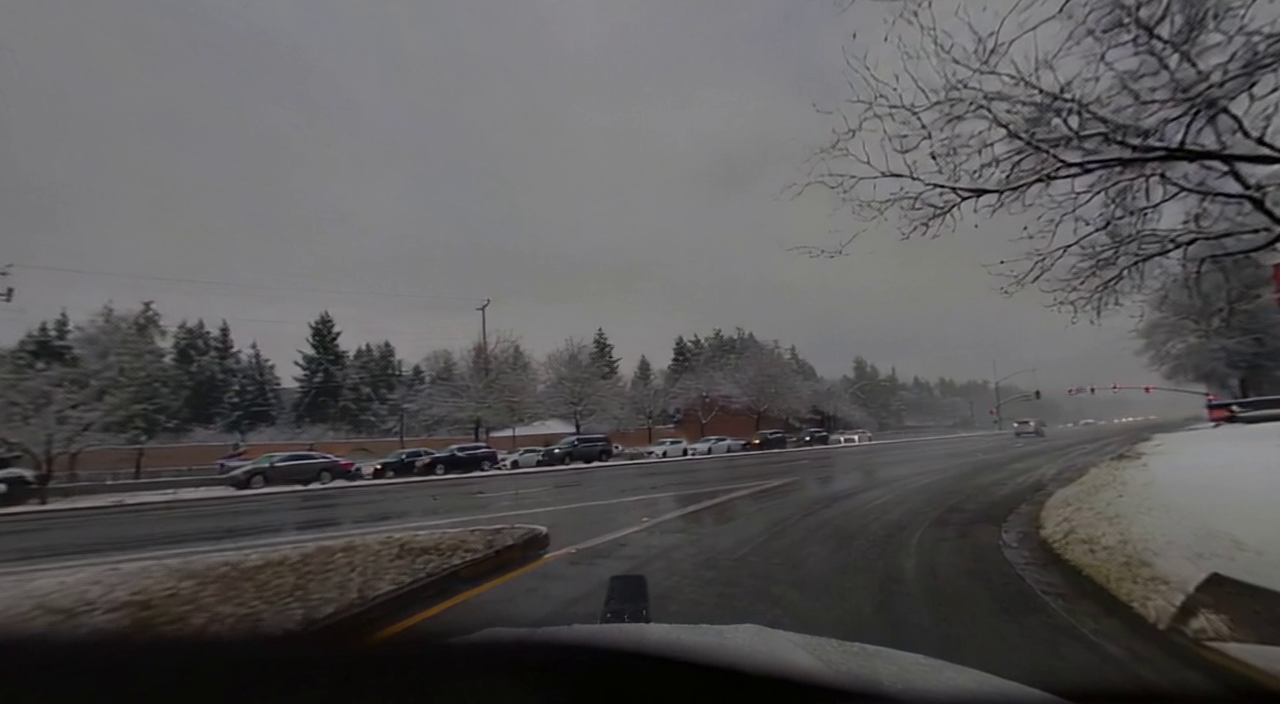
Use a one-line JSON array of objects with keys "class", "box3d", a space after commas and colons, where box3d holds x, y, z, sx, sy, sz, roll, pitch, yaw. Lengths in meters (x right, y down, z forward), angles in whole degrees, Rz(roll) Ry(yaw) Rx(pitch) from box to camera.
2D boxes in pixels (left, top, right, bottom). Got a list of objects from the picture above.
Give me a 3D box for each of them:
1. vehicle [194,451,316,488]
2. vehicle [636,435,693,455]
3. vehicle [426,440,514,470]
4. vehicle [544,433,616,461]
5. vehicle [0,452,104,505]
[{"class": "vehicle", "box3d": [-17.674, 5.349, 29.047, 1.777, 1.497, 4.399, -8, -12, 44]}, {"class": "vehicle", "box3d": [1.924, 7.154, 48.327, 4.377, 1.473, 1.832, 8, -12, -44]}, {"class": "vehicle", "box3d": [-9.817, 5.973, 36.688, 1.876, 1.642, 4.600, -8, -12, 43]}, {"class": "vehicle", "box3d": [-4.012, 6.449, 42.668, 1.969, 1.758, 4.662, -8, -12, 44]}, {"class": "vehicle", "box3d": [-23.411, 4.626, 23.221, 2.002, 1.838, 5.256, -8, -12, 44]}]
